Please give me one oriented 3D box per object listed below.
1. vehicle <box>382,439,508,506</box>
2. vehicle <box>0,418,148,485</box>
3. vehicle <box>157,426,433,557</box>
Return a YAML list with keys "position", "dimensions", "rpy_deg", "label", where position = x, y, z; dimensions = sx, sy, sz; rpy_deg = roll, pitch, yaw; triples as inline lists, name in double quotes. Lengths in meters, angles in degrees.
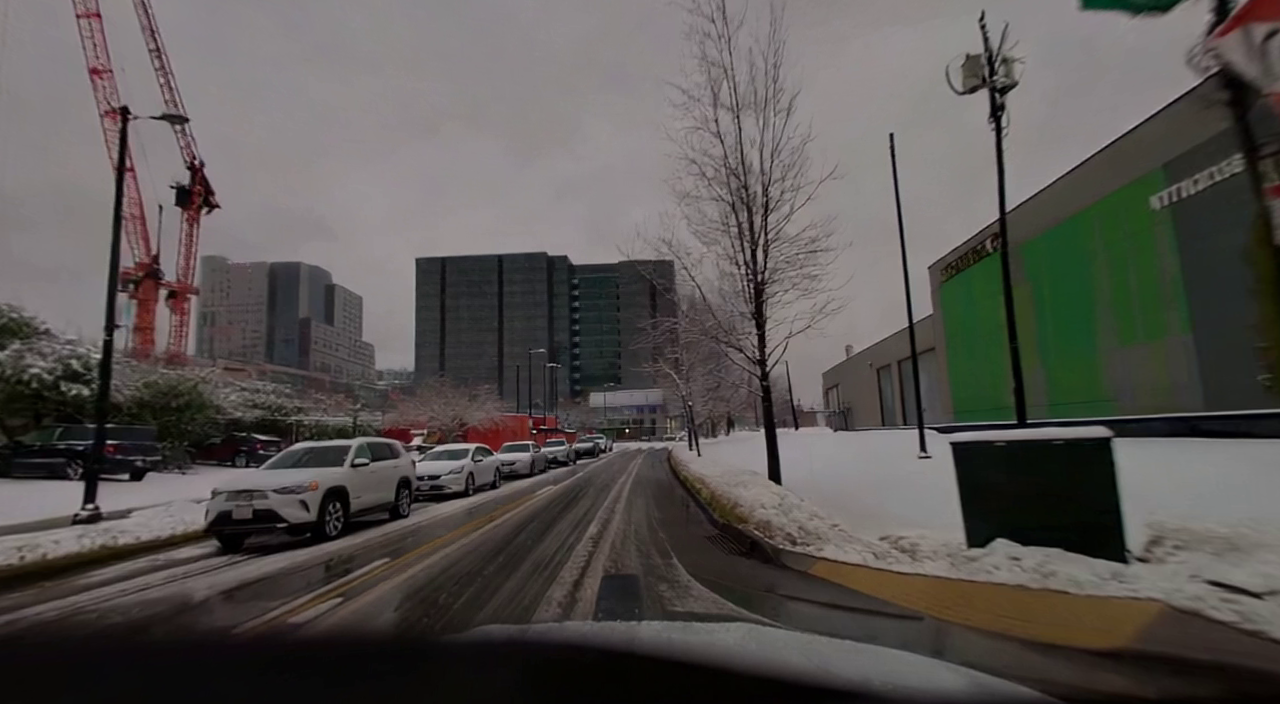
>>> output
- position: [-4.755, 2.954, 16.006]
  dimensions: [1.806, 1.451, 3.878]
  rpy_deg: [-1, -8, 2]
  label: "vehicle"
- position: [-18.764, 3.112, 19.913]
  dimensions: [5.220, 1.906, 2.069]
  rpy_deg: [-2, -8, 13]
  label: "vehicle"
- position: [-5.027, 2.021, 9.974]
  dimensions: [1.913, 1.620, 3.982]
  rpy_deg: [-1, -8, 4]
  label: "vehicle"
